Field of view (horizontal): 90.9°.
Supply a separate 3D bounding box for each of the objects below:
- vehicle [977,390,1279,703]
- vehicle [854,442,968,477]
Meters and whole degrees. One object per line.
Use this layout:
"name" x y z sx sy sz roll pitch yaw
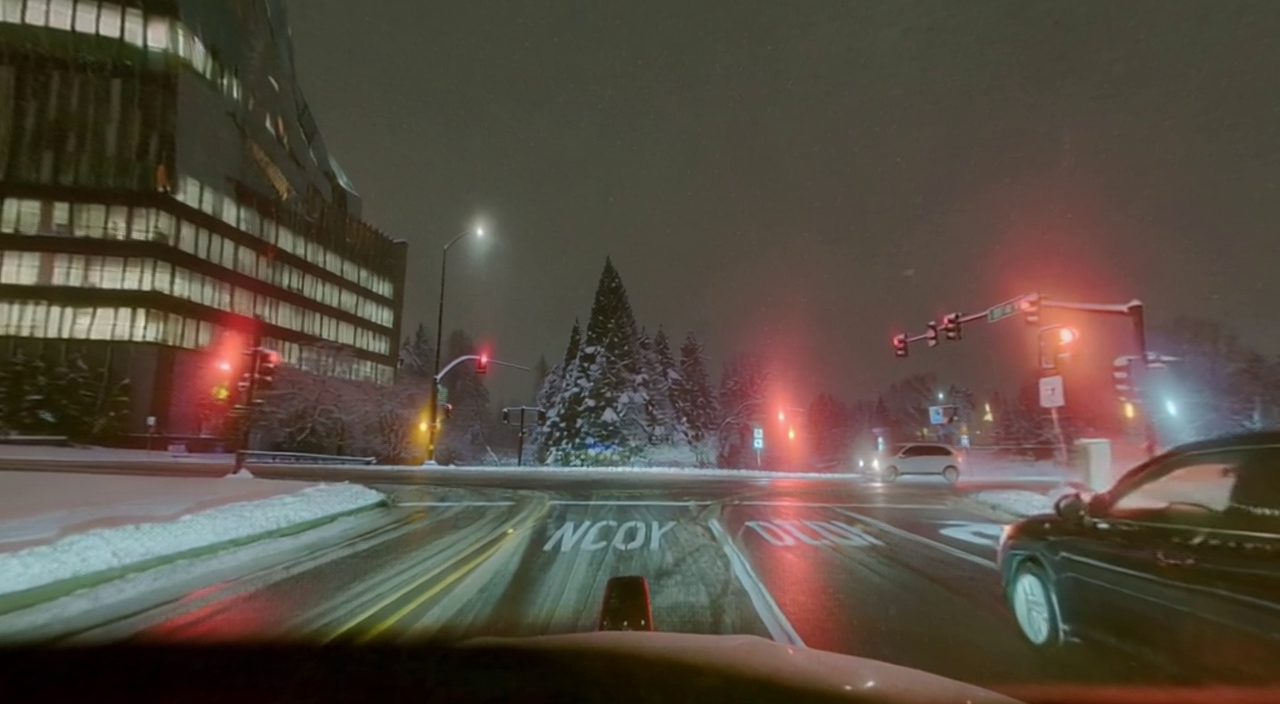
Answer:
"vehicle" 3.568 0.948 2.493 2.036 1.583 4.911 -1 -8 4
"vehicle" 13.504 5.363 31.592 4.715 1.671 2.030 0 -8 -2
